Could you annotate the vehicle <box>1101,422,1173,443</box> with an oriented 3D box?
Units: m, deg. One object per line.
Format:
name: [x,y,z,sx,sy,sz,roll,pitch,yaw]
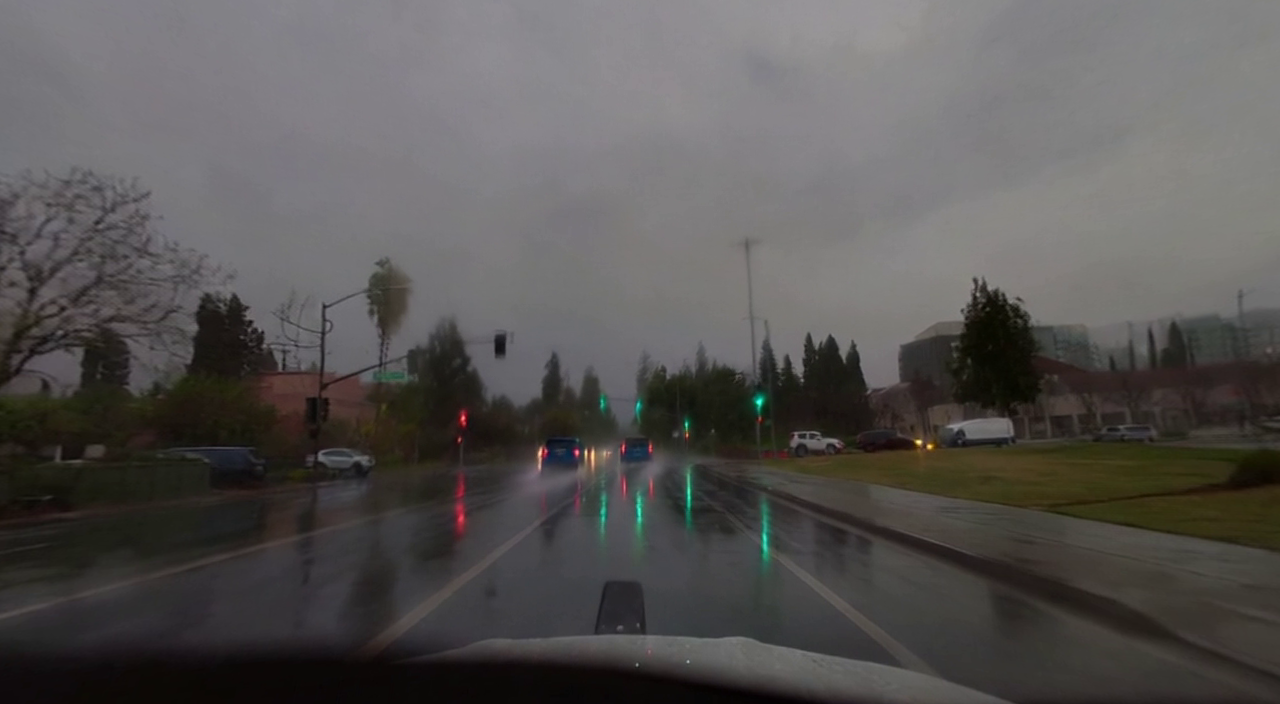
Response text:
vehicle: [37.010,6.010,47.097,3.873,1.546,1.842,1,-8,-5]

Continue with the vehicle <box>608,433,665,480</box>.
vehicle: [-0.147,4.206,25.815,2.088,1.735,4.801,0,-8,-1]

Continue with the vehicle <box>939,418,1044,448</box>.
vehicle: [25.901,6.018,46.736,6.325,2.155,2.457,0,-8,-3]

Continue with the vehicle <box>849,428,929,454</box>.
vehicle: [18.031,6.491,45.861,4.932,1.827,2.031,0,-8,-4]

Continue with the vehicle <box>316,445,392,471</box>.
vehicle: [-20.967,7.789,46.455,4.521,1.753,2.148,2,-9,1]

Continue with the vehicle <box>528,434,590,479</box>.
vehicle: [-3.364,4.442,27.195,2.097,1.755,4.336,0,-8,0]
